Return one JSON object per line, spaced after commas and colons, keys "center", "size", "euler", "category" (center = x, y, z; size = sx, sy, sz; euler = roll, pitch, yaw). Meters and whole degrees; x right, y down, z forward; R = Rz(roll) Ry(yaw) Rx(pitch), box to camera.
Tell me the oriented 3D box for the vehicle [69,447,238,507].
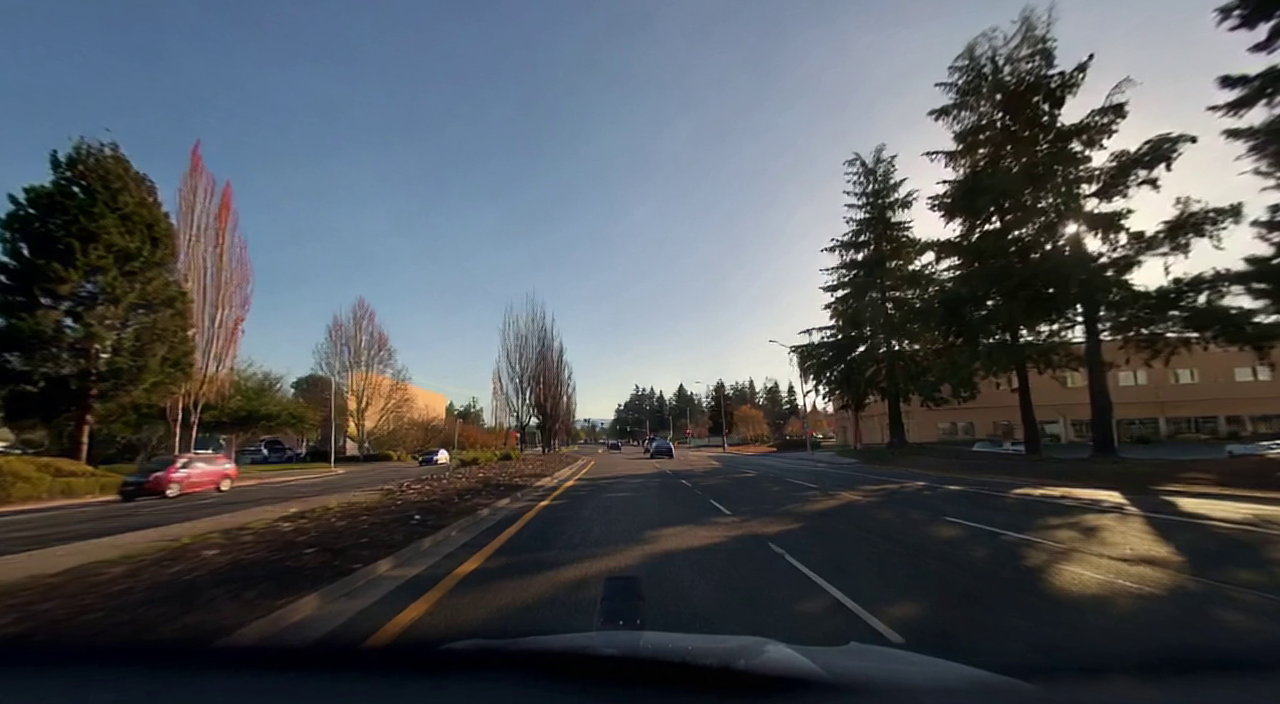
{"center": [-18.589, 4.751, 24.648], "size": [2.155, 2.011, 5.707], "euler": [0, -8, -2], "category": "vehicle"}
